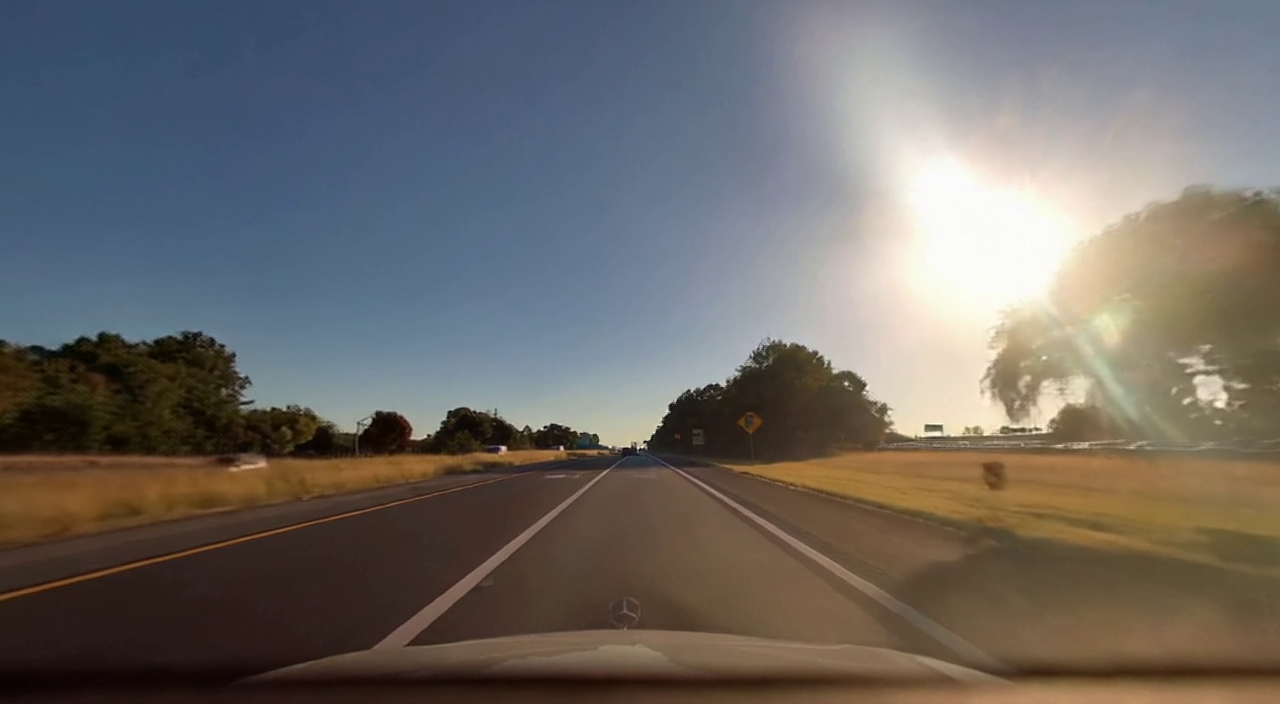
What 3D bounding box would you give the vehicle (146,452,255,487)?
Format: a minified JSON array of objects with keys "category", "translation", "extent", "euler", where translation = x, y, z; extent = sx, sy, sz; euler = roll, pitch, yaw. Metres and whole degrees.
[{"category":"vehicle","translation":[-23.225,6.195,33.555],"extent":[1.971,1.668,5.118],"euler":[0,-9,2]}]
